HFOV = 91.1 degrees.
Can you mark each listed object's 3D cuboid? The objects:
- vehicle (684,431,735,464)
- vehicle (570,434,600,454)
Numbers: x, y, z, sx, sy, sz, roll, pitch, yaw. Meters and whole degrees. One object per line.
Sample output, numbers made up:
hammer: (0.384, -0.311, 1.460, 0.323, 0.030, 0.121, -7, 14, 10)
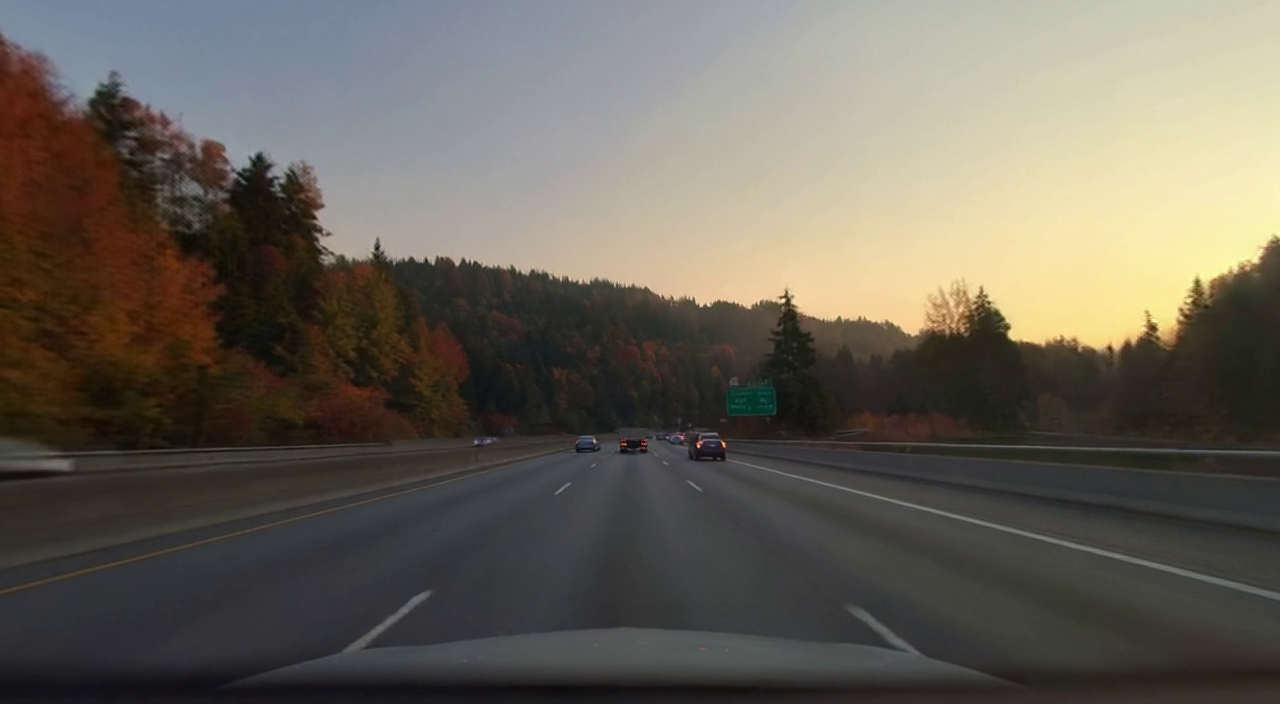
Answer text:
vehicle: (3.329, 4.673, 30.953, 1.882, 1.492, 3.958, 0, -8, -2)
vehicle: (-4.183, 7.029, 48.188, 2.027, 1.501, 3.920, 0, -8, -1)
